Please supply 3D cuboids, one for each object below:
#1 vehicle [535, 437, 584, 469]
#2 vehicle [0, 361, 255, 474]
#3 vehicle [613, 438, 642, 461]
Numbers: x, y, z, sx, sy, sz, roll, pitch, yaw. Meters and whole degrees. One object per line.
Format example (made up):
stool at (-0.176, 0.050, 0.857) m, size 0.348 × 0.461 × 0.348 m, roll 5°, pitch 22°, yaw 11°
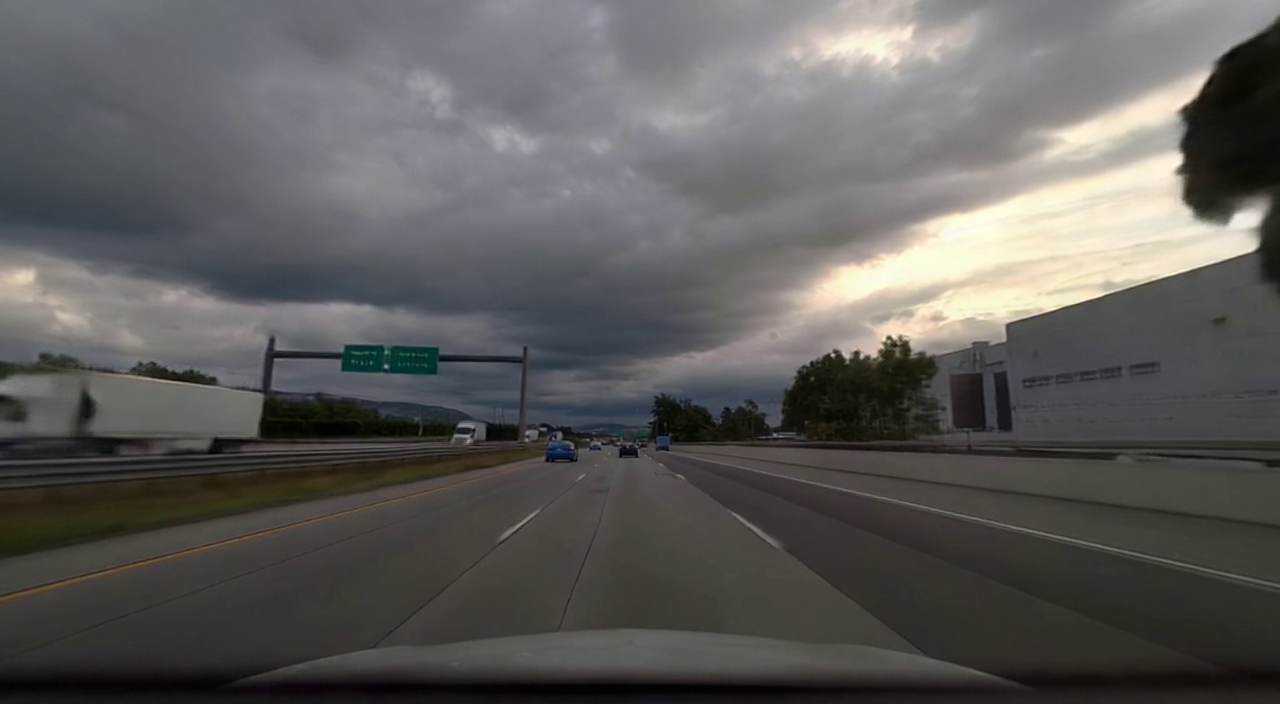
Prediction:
vehicle at (-4.423, 5.624, 35.166) m, size 2.271 × 1.626 × 4.463 m, roll 0°, pitch -8°, yaw -2°
vehicle at (-21.182, 2.957, 26.393) m, size 3.019 × 3.702 × 11.347 m, roll 0°, pitch -8°, yaw -1°
vehicle at (-0.980, 7.647, 49.440) m, size 2.196 × 1.699 × 4.499 m, roll 0°, pitch -8°, yaw -2°
